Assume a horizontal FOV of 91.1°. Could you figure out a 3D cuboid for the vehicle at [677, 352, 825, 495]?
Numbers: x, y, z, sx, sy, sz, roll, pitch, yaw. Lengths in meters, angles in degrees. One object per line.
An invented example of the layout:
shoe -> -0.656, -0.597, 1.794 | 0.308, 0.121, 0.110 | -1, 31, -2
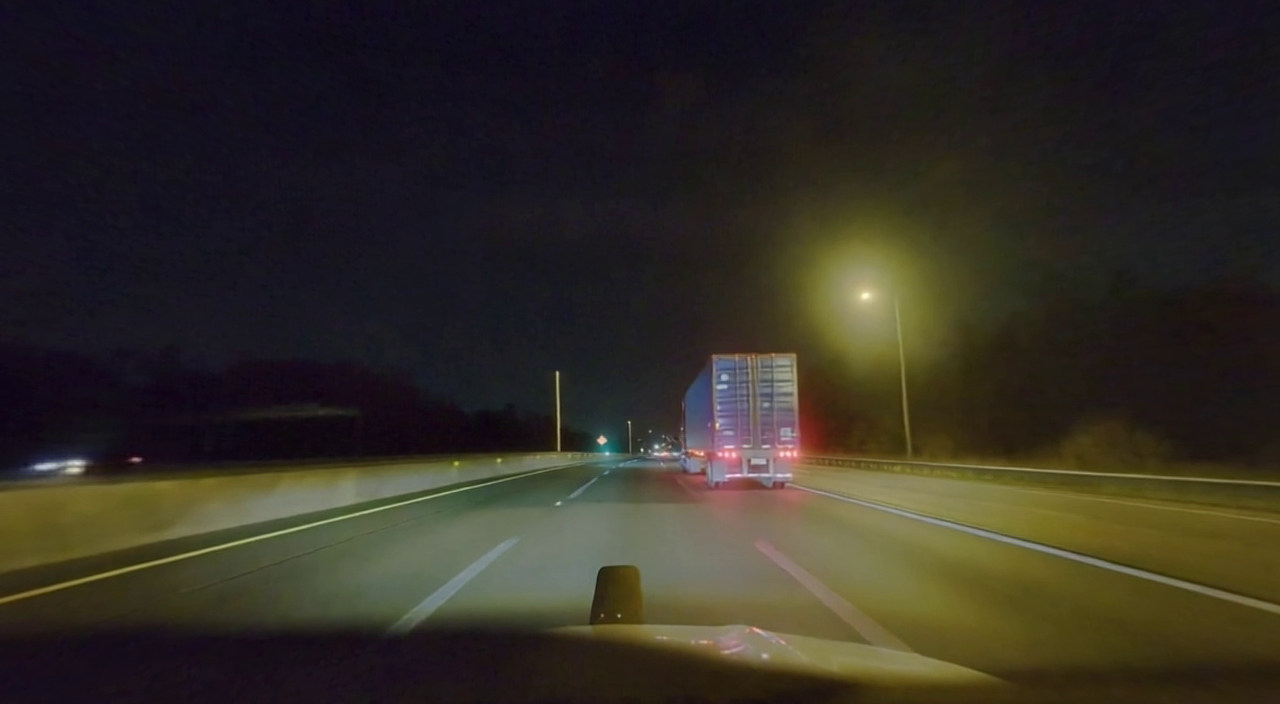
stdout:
vehicle -> 3.531, 3.091, 24.926 | 3.244, 4.020, 14.561 | 0, -9, 0
